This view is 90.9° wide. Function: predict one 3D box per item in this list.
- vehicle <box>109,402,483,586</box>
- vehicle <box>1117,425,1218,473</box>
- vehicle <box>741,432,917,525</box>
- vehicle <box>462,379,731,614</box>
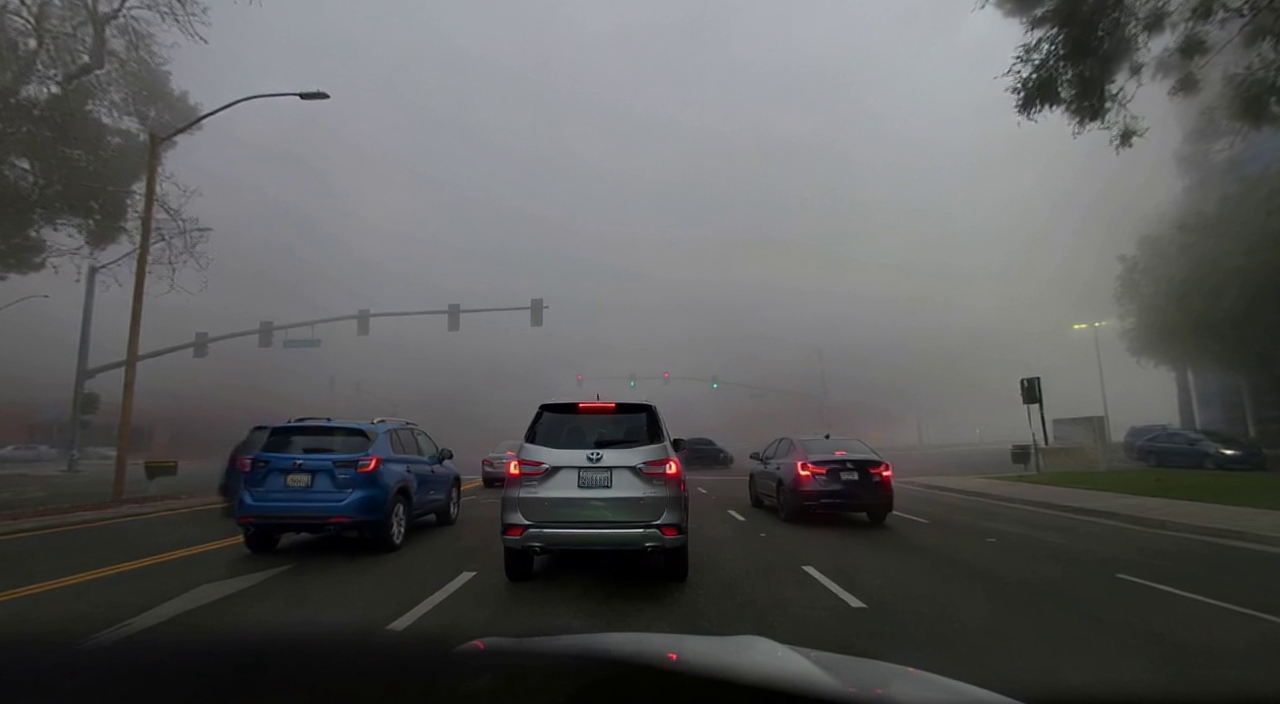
[{"bbox_3d":[-3.713,1.630,8.097,2.160,1.666,4.583,0,-8,1],"label":"vehicle"},{"bbox_3d":[19.284,3.519,22.979,4.215,1.578,1.892,7,-11,-39],"label":"vehicle"},{"bbox_3d":[3.399,2.364,12.345,2.121,1.494,4.208,0,-8,0],"label":"vehicle"},{"bbox_3d":[-0.344,1.436,7.109,2.064,1.817,4.298,0,-8,0],"label":"vehicle"}]
